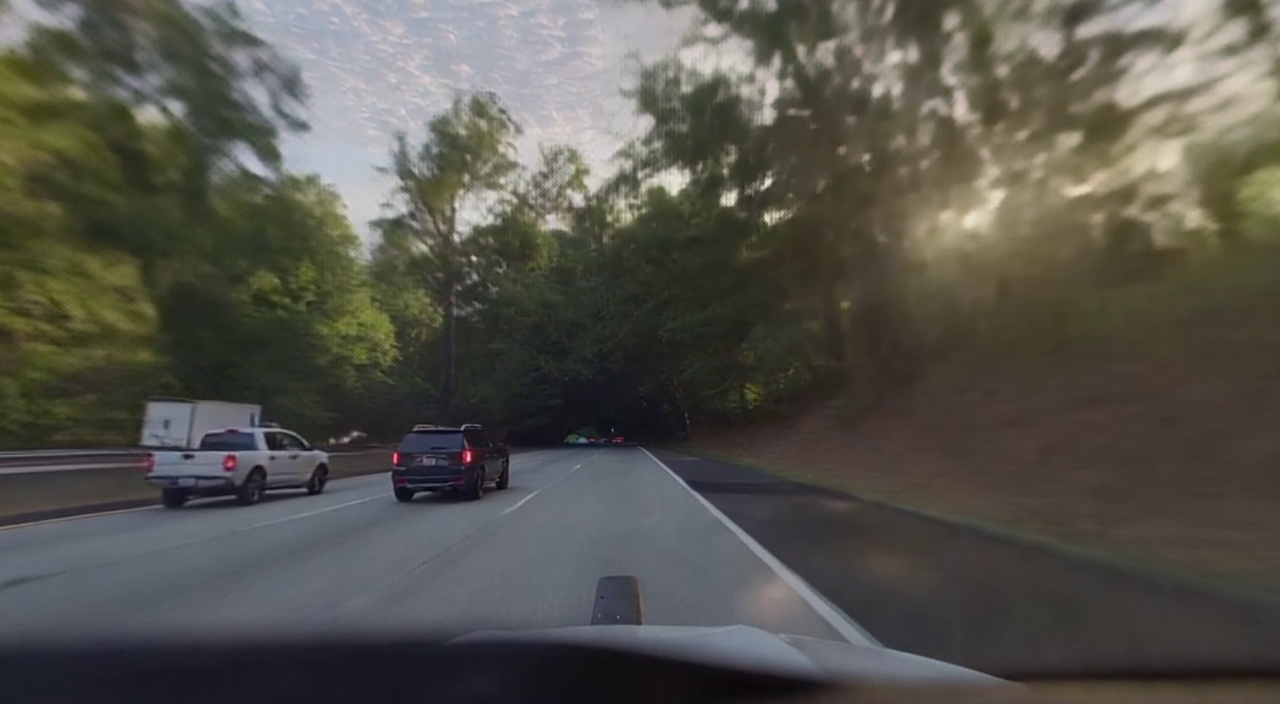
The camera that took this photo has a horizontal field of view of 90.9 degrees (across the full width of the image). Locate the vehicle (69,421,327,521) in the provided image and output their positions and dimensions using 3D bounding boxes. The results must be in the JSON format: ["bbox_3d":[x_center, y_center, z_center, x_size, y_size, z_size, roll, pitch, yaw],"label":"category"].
[{"bbox_3d":[-7.946,2.137,11.915,2.000,1.552,3.946,0,-8,0],"label":"vehicle"}]

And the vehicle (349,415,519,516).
[{"bbox_3d":[-3.814,2.153,12.543,2.034,1.675,4.080,0,-8,-1],"label":"vehicle"}]
